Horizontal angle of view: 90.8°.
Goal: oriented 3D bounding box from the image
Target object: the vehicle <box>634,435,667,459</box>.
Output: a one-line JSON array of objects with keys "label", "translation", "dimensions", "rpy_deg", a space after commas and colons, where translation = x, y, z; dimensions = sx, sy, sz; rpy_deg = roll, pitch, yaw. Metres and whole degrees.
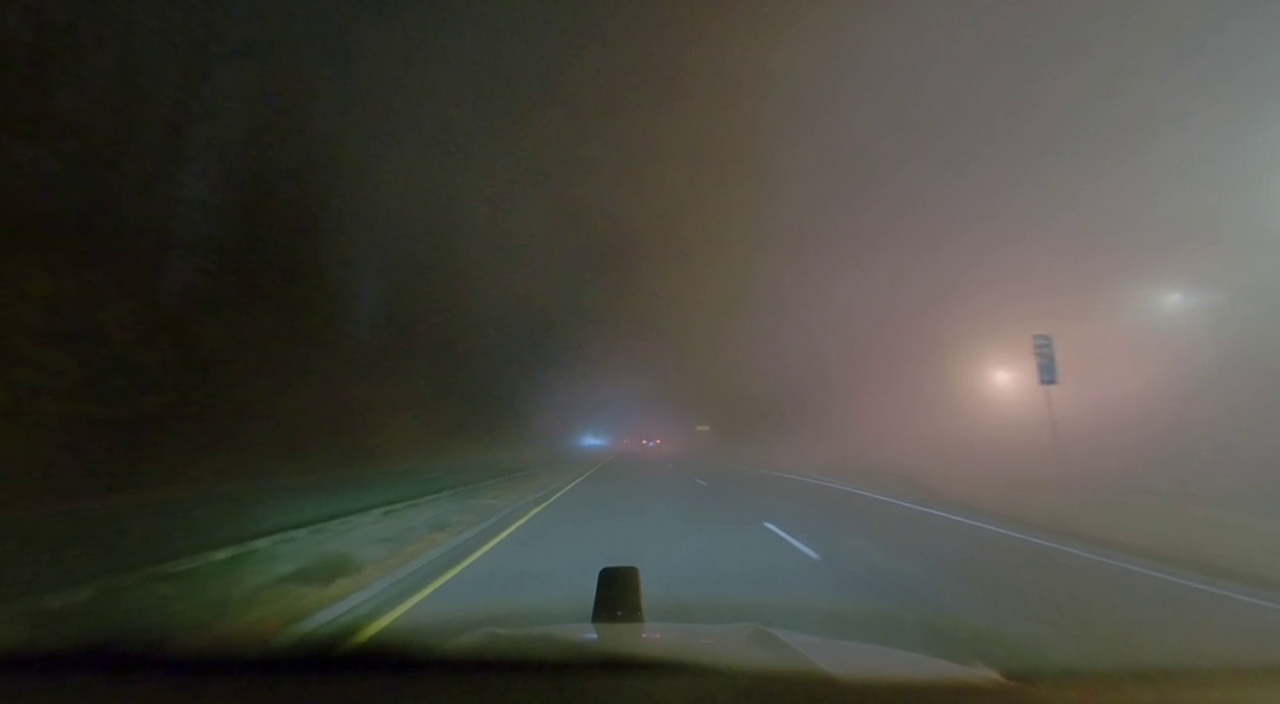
[{"label": "vehicle", "translation": [0.744, 7.283, 48.282], "dimensions": [2.183, 1.744, 4.424], "rpy_deg": [0, -9, -4]}]
